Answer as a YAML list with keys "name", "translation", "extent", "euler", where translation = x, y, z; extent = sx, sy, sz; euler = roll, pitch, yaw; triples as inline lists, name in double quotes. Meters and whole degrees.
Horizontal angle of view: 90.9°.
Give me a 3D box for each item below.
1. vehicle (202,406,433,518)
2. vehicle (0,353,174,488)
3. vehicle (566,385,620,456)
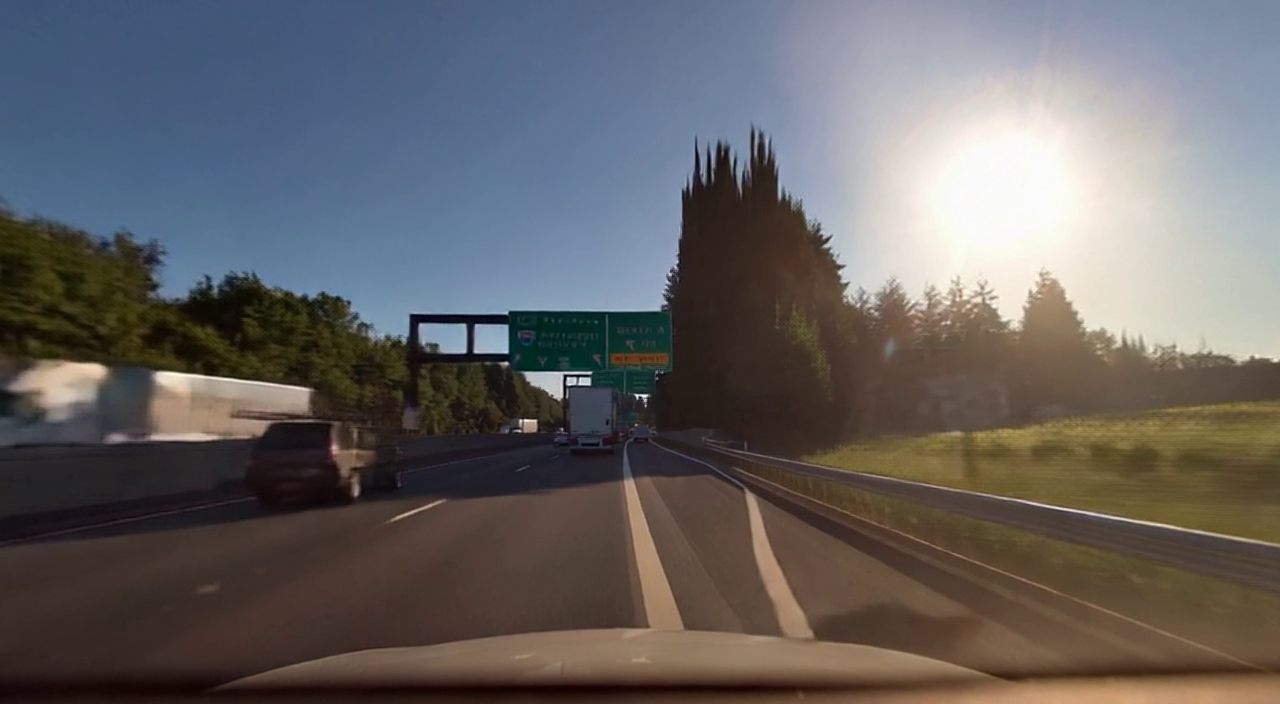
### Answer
- name: "vehicle"
  translation: [-5.489, 1.920, 11.543]
  extent: [2.068, 1.647, 4.321]
  euler: [0, -8, -2]
- name: "vehicle"
  translation: [-19.357, 2.360, 21.130]
  extent: [2.953, 3.896, 5.885]
  euler: [0, -8, -3]
- name: "vehicle"
  translation: [-2.637, 4.216, 38.129]
  extent: [2.855, 3.741, 8.587]
  euler: [1, -7, -2]
